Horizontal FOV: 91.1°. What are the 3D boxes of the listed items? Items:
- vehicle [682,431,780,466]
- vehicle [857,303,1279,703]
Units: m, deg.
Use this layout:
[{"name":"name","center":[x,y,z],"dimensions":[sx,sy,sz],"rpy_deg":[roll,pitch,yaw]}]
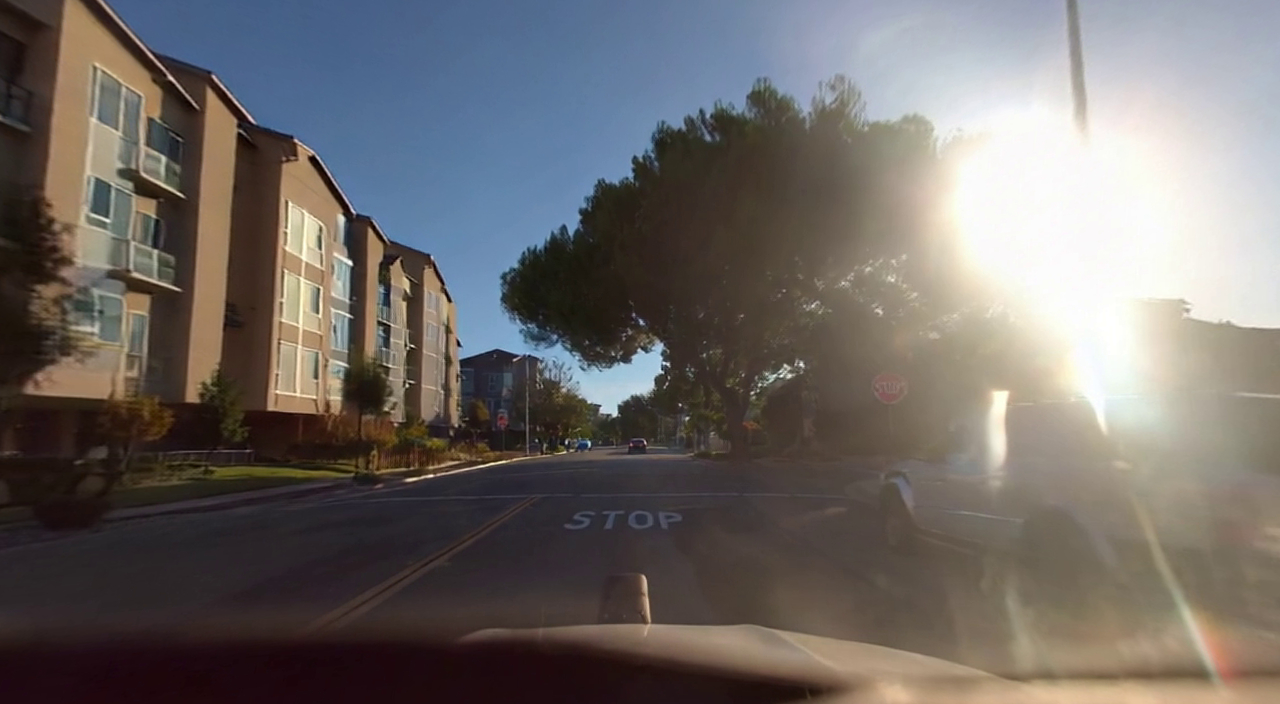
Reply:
[{"name":"vehicle","center":[4.883,5.222,34.104],"dimensions":[4.791,1.733,2.139],"rpy_deg":[-6,-10,35]},{"name":"vehicle","center":[4.124,1.172,5.685],"dimensions":[2.226,1.986,5.786],"rpy_deg":[0,-8,0]}]
